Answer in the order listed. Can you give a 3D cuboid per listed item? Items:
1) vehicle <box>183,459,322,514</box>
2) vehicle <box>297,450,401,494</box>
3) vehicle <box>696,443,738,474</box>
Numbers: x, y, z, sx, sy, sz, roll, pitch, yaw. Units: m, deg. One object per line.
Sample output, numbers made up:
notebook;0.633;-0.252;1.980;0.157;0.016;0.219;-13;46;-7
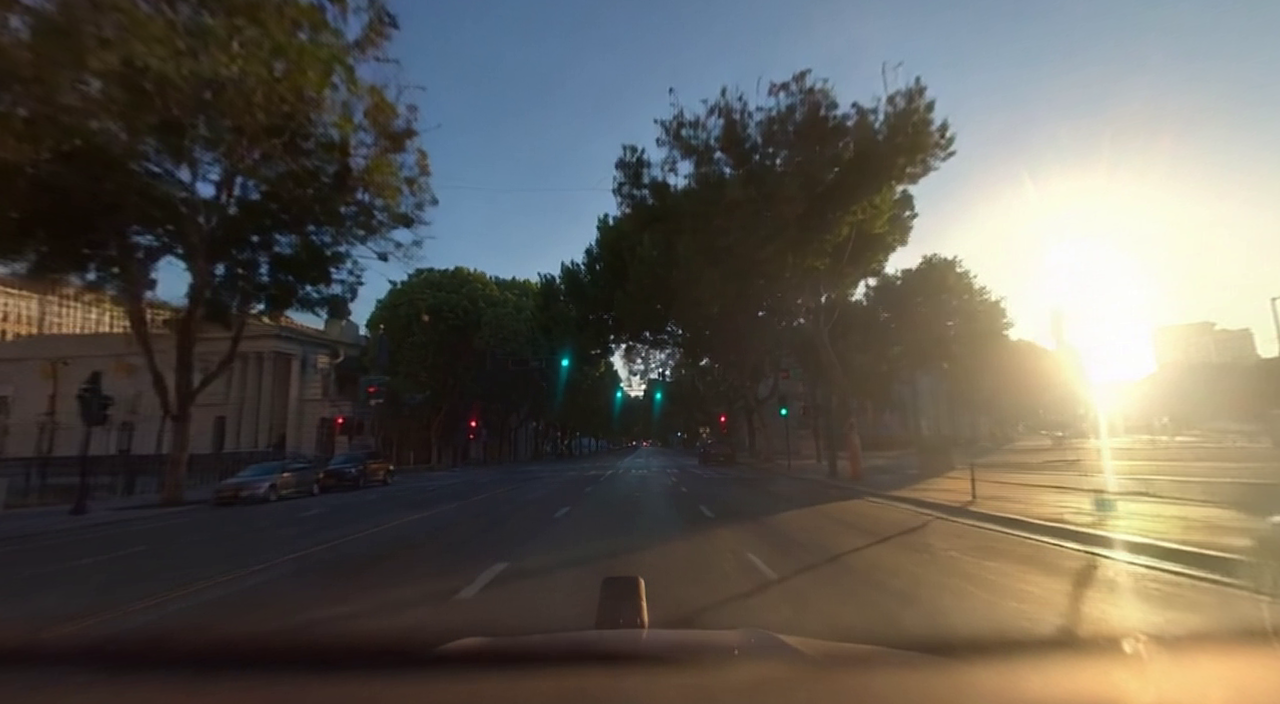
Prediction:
vehicle;-12.415;4.298;20.626;1.767;1.455;4.389;0;-8;0
vehicle;-12.539;5.154;27.724;2.011;1.668;5.474;0;-8;0
vehicle;4.156;5.714;34.118;2.085;1.530;4.125;-1;-8;7
